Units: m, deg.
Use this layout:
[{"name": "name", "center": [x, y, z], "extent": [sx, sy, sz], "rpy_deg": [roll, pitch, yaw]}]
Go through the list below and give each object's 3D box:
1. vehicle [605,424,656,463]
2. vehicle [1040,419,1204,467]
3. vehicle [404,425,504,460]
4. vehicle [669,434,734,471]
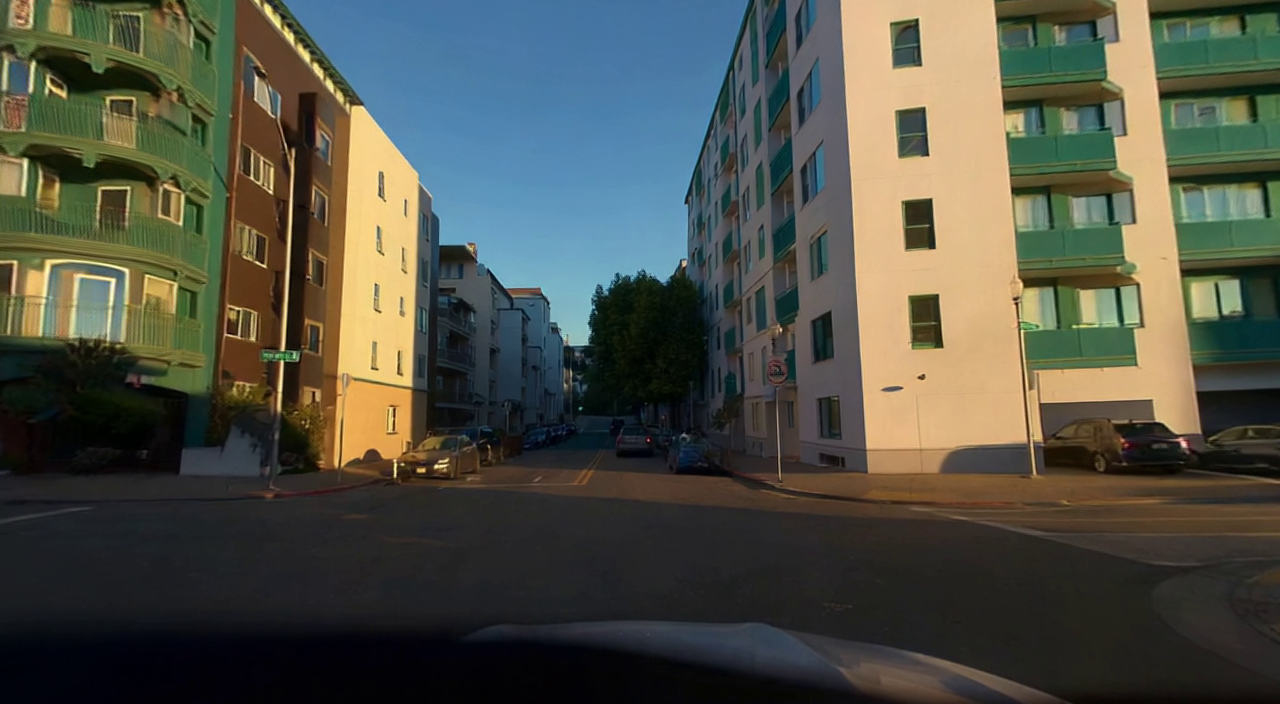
[{"name": "vehicle", "center": [-0.501, 4.707, 32.383], "extent": [2.412, 1.834, 4.636], "rpy_deg": [0, -8, -1]}, {"name": "vehicle", "center": [15.285, 2.920, 20.134], "extent": [3.752, 1.453, 1.709], "rpy_deg": [0, -9, 2]}, {"name": "vehicle", "center": [-11.429, 5.593, 38.878], "extent": [5.540, 1.950, 2.113], "rpy_deg": [4, -12, -28]}, {"name": "vehicle", "center": [2.514, 4.303, 27.112], "extent": [2.290, 1.456, 4.503], "rpy_deg": [0, -9, -1]}]
